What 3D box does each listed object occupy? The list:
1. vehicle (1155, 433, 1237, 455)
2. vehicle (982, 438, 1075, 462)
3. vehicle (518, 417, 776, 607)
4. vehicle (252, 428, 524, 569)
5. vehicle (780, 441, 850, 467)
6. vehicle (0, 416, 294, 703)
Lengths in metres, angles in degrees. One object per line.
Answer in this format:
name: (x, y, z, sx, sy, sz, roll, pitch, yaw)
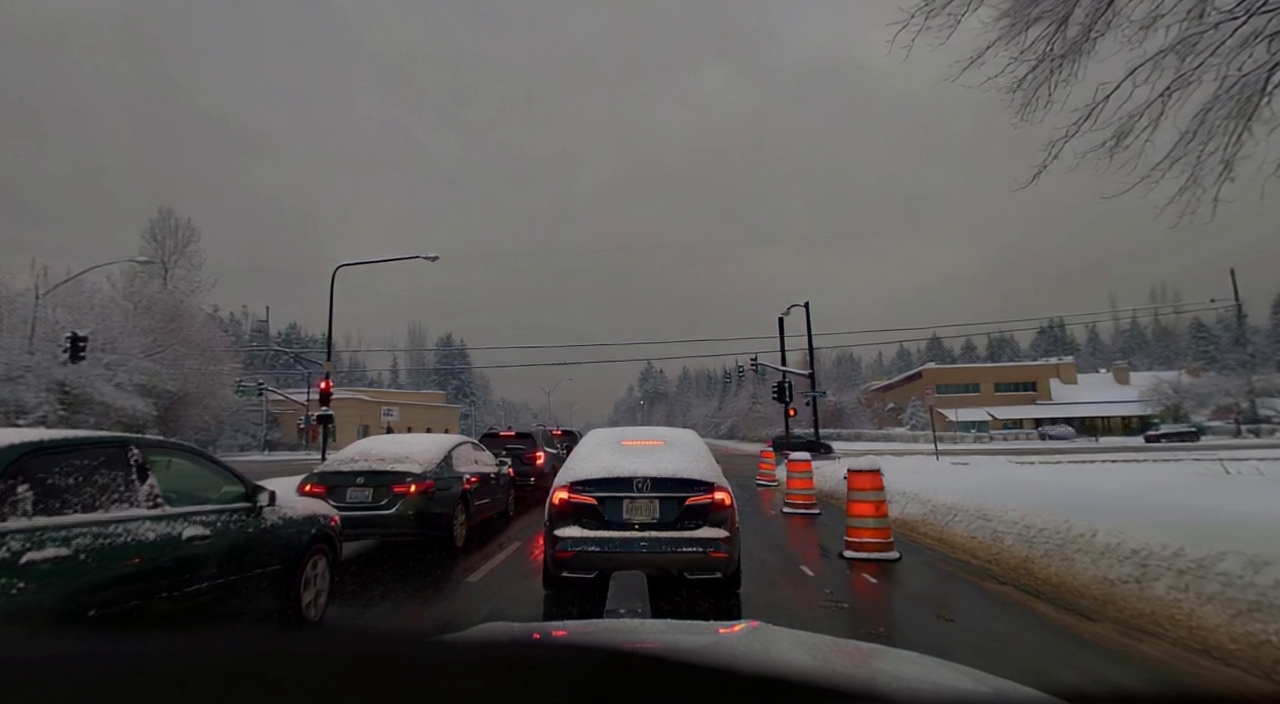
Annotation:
vehicle: (44.087, 7.288, 49.947, 4.672, 1.676, 1.867, 0, -9, 0)
vehicle: (25.229, 6.380, 41.004, 4.807, 1.504, 1.837, 0, -9, 2)
vehicle: (0.102, 1.625, 7.213, 2.167, 1.560, 3.676, 0, -9, 1)
vehicle: (-3.275, 2.001, 9.446, 1.989, 1.541, 4.626, 0, -9, 2)
vehicle: (11.289, 6.609, 40.811, 4.051, 1.583, 1.794, 0, -9, 1)
vehicle: (-3.599, 0.948, 2.164, 2.064, 1.497, 4.722, 0, -9, 1)
